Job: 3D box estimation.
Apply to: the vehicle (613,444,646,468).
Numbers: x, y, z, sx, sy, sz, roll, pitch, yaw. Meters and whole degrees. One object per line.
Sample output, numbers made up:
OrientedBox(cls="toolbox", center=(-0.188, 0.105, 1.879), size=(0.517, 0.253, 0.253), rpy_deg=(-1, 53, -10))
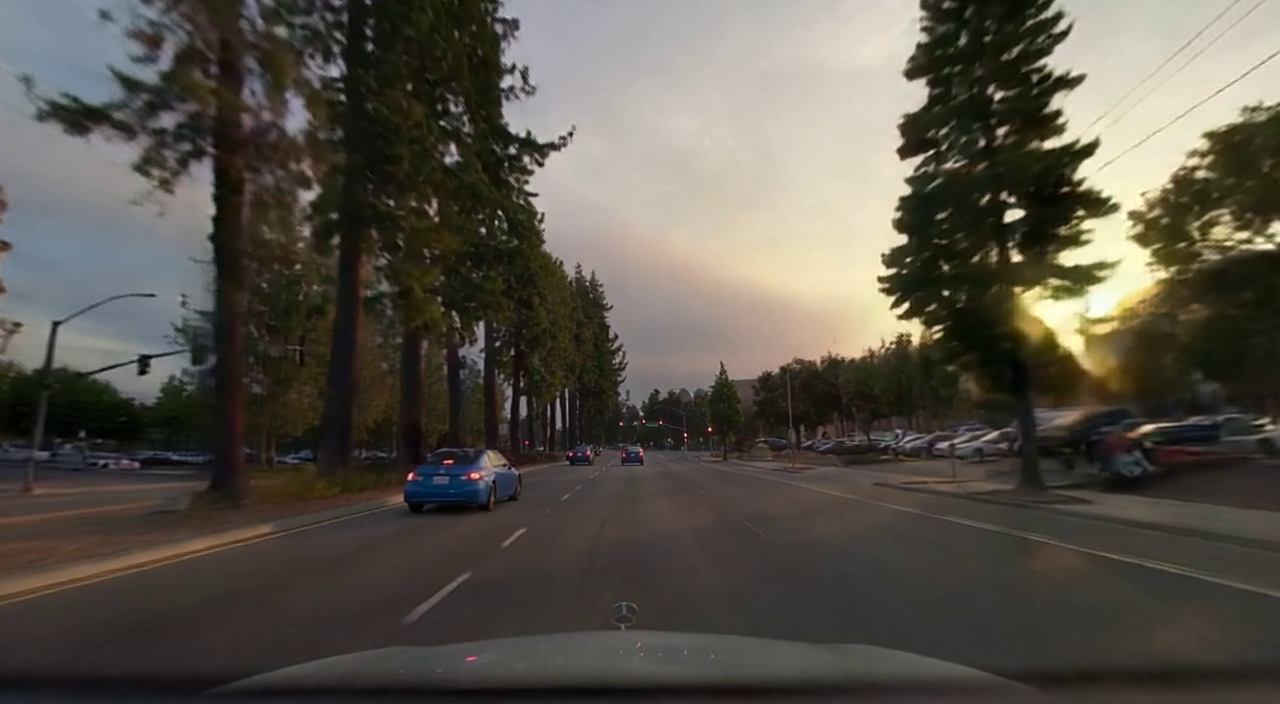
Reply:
OrientedBox(cls="vehicle", center=(-0.670, 6.652, 40.548), size=(1.991, 1.431, 4.199), rpy_deg=(0, -9, -1))

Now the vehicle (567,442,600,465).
OrientedBox(cls="vehicle", center=(-4.180, 7.563, 47.071), size=(2.103, 1.592, 4.160), rpy_deg=(0, -9, 0))

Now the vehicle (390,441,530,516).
OrientedBox(cls="vehicle", center=(-3.844, 2.769, 14.349), size=(1.905, 1.418, 4.396), rpy_deg=(0, -9, 0))
